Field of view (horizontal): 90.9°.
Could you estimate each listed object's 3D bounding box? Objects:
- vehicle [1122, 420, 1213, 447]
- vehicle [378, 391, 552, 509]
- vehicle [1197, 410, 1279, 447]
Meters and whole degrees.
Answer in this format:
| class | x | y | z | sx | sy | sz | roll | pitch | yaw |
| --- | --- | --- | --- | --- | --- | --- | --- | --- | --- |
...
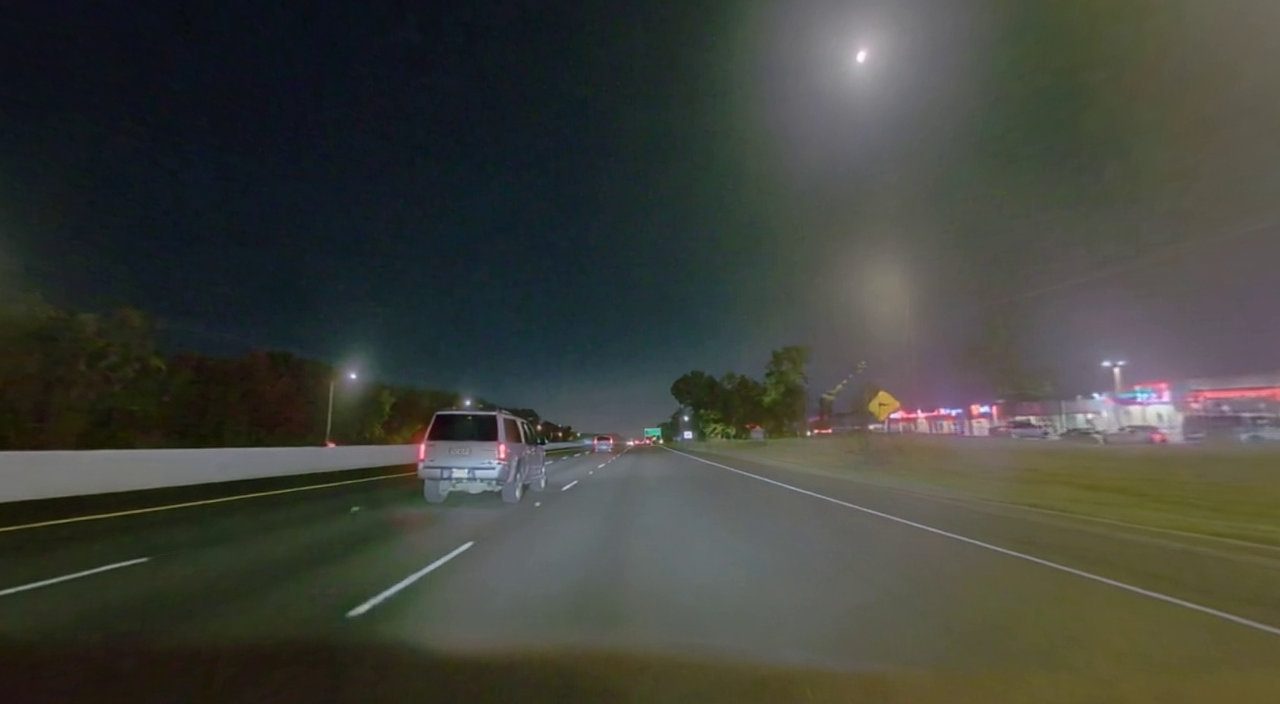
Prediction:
| class | x | y | z | sx | sy | sz | roll | pitch | yaw |
| --- | --- | --- | --- | --- | --- | --- | --- | --- | --- |
| vehicle | 34.459 | 5.349 | 41.236 | 4.460 | 1.688 | 2.039 | 1 | -8 | -11 |
| vehicle | -3.699 | 2.256 | 14.819 | 2.352 | 2.209 | 5.802 | 0 | -8 | 1 |
| vehicle | 35.217 | 4.384 | 35.789 | 5.502 | 2.016 | 2.220 | 1 | -8 | -10 |
